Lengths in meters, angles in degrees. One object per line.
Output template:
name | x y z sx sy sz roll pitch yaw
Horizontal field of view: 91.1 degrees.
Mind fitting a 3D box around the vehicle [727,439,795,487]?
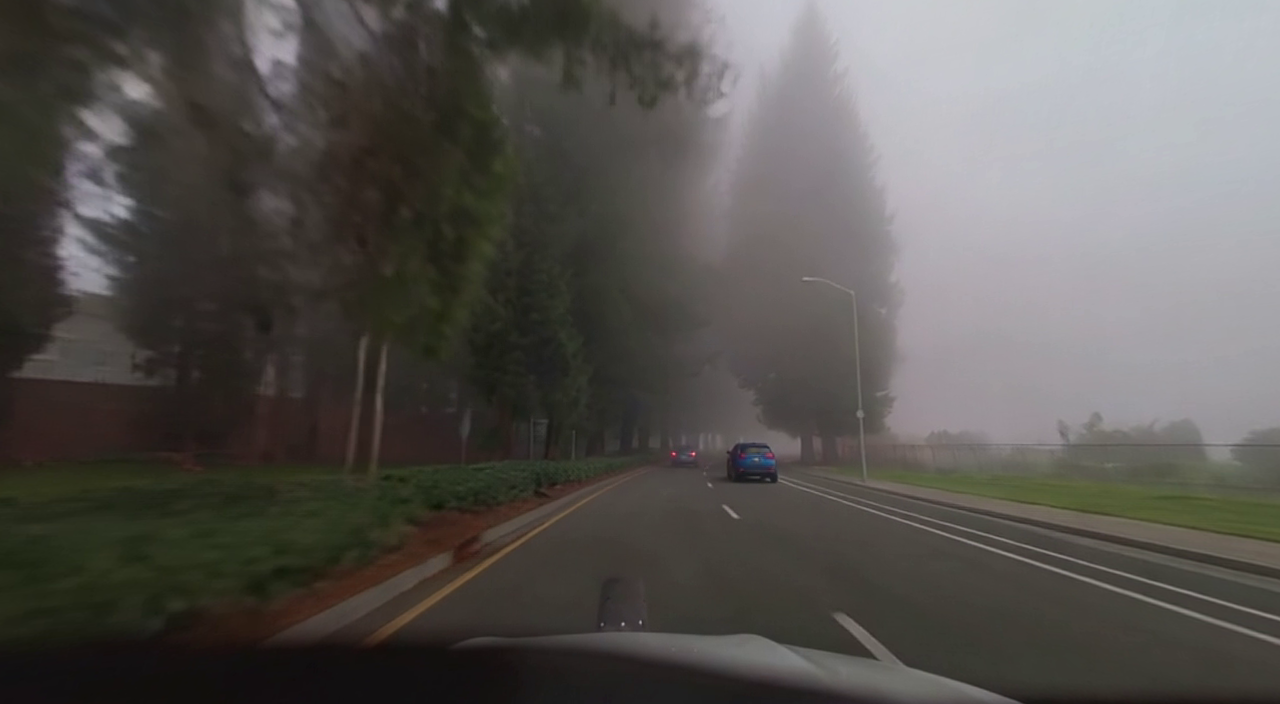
vehicle | 4.520 4.197 24.142 1.971 1.663 4.287 -1 -8 3

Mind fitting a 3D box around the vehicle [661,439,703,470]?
vehicle | 2.726 6.406 39.491 2.251 1.822 4.391 -1 -8 8
